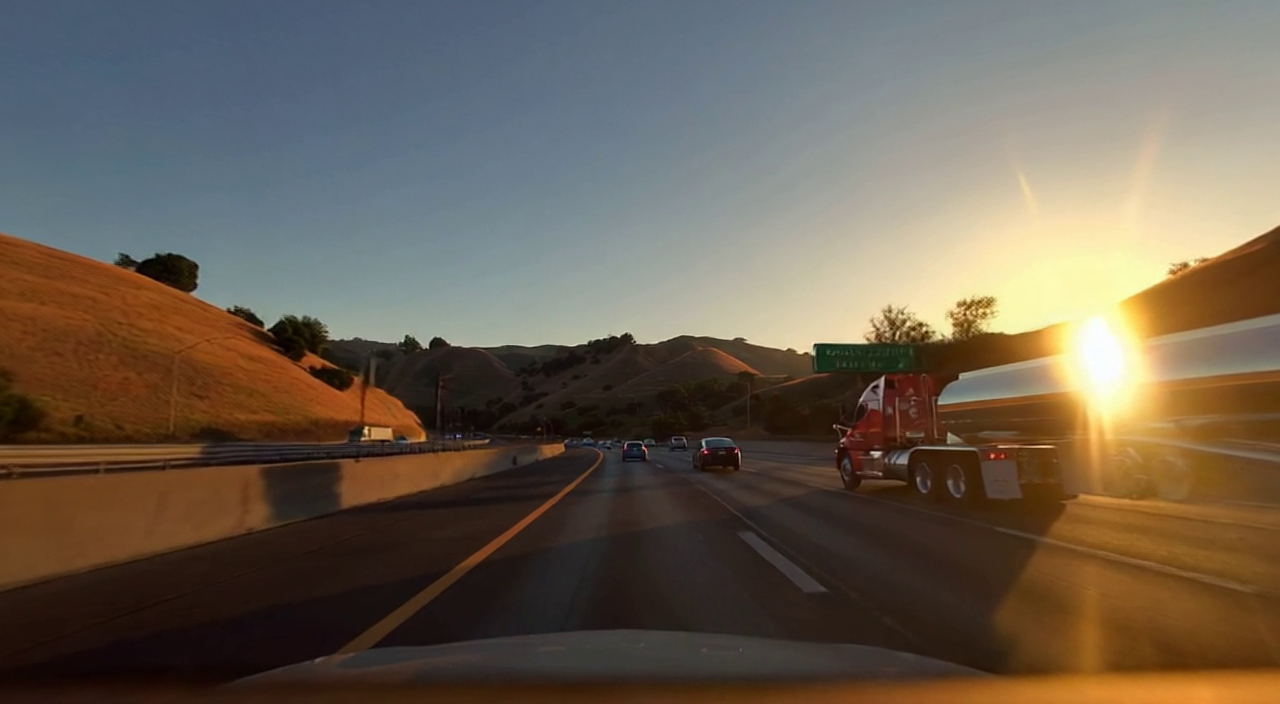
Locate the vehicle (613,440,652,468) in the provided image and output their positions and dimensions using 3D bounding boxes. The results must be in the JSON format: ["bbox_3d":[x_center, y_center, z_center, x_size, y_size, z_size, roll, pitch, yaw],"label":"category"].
[{"bbox_3d":[-0.462,5.685,35.323,2.083,1.477,3.965,0,-9,-2],"label":"vehicle"}]

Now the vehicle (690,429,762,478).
[{"bbox_3d":[3.380,4.119,25.874,2.098,1.794,4.561,0,-9,-2],"label":"vehicle"}]

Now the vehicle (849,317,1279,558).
[{"bbox_3d":[7.407,1.739,12.639,2.880,2.975,9.608,0,-9,-2],"label":"vehicle"}]

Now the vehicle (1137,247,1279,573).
[{"bbox_3d":[7.756,0.069,2.930,2.805,3.212,9.978,0,-9,0],"label":"vehicle"}]
